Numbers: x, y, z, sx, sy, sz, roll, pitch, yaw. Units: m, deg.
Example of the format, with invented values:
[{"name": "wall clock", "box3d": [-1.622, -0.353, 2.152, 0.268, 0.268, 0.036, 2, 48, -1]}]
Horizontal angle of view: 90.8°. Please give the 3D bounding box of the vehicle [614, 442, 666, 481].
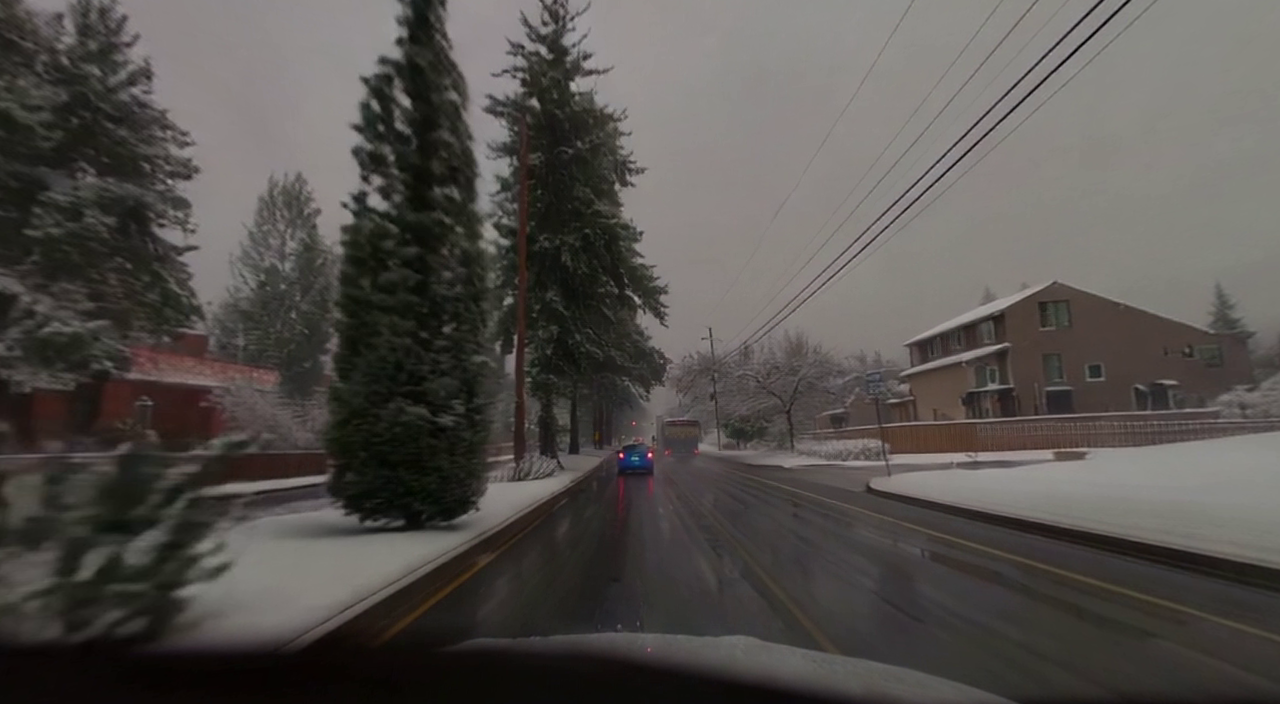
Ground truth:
[{"name": "vehicle", "box3d": [-0.035, 4.584, 26.673, 2.018, 1.511, 3.993, 0, -8, -1]}]
